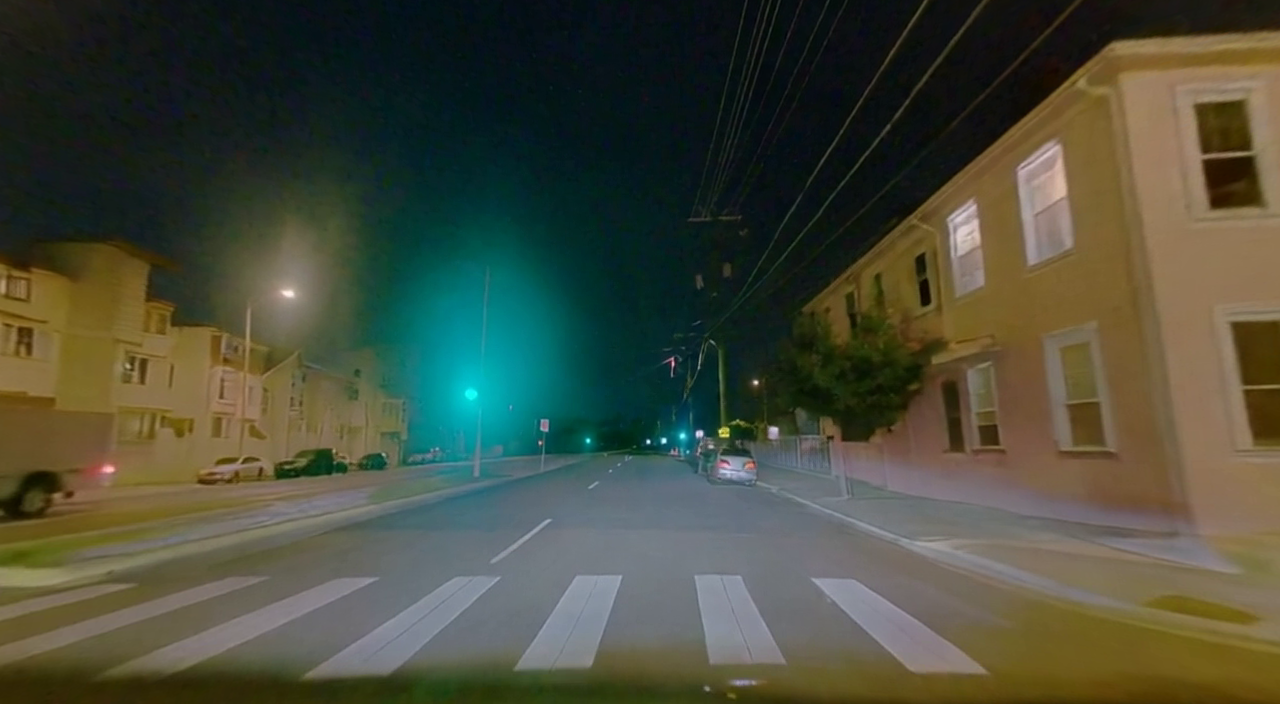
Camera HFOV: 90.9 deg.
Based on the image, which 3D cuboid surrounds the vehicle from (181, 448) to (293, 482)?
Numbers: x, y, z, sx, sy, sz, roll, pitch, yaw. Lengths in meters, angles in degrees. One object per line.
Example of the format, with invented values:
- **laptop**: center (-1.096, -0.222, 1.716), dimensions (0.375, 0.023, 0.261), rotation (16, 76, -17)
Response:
- **vehicle**: center (-18.969, 5.309, 29.956), dimensions (2.060, 1.484, 4.726), rotation (-1, -8, 2)

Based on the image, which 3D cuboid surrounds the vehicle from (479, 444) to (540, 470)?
- **vehicle**: center (-5.992, 4.837, 29.244), dimensions (1.925, 1.016, 2.951), rotation (-1, -6, 7)

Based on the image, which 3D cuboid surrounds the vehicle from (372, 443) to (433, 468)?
- **vehicle**: center (-15.479, 6.771, 41.377), dimensions (1.985, 1.515, 4.792), rotation (-1, -9, 2)

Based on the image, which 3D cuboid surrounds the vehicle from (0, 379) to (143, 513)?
- **vehicle**: center (-16.282, 2.161, 14.482), dimensions (2.979, 3.071, 7.978), rotation (0, -8, 2)

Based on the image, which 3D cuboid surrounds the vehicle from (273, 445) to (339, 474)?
- **vehicle**: center (-18.710, 6.018, 35.494), dimensions (1.652, 1.478, 3.682), rotation (0, -8, 0)

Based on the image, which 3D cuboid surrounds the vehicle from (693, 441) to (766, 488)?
- **vehicle**: center (3.112, 4.028, 22.927), dimensions (1.986, 1.491, 4.500), rotation (0, -9, 0)
